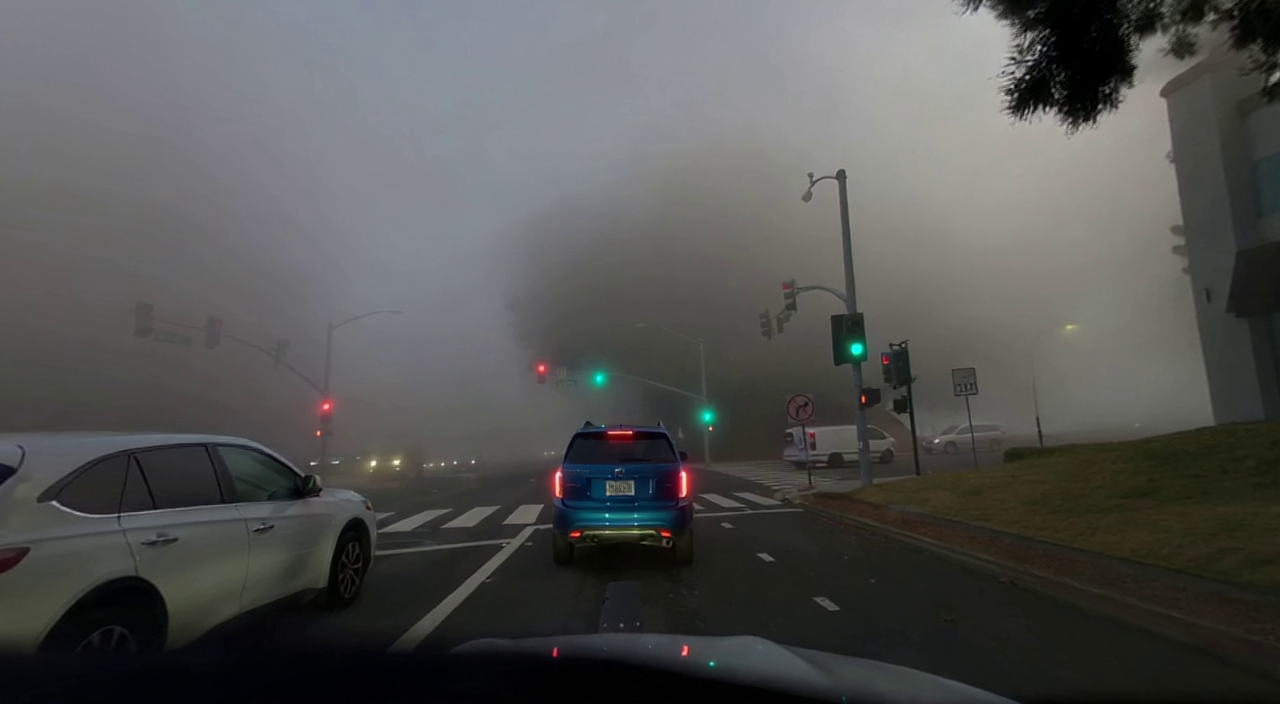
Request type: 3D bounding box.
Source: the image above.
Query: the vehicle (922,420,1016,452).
[{"bbox_3d":[19.650,5.041,37.751,4.872,1.806,2.107,3,-9,-20],"label":"vehicle"}]

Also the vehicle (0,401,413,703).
[{"bbox_3d":[-3.376,1.261,4.558,2.011,1.527,4.008,0,-8,-1],"label":"vehicle"}]

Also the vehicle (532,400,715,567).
[{"bbox_3d":[-0.186,1.799,9.332,2.059,1.877,4.249,0,-8,0],"label":"vehicle"}]

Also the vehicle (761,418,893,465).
[{"bbox_3d":[8.243,4.039,28.386,5.215,1.967,2.392,-1,-8,4],"label":"vehicle"}]
